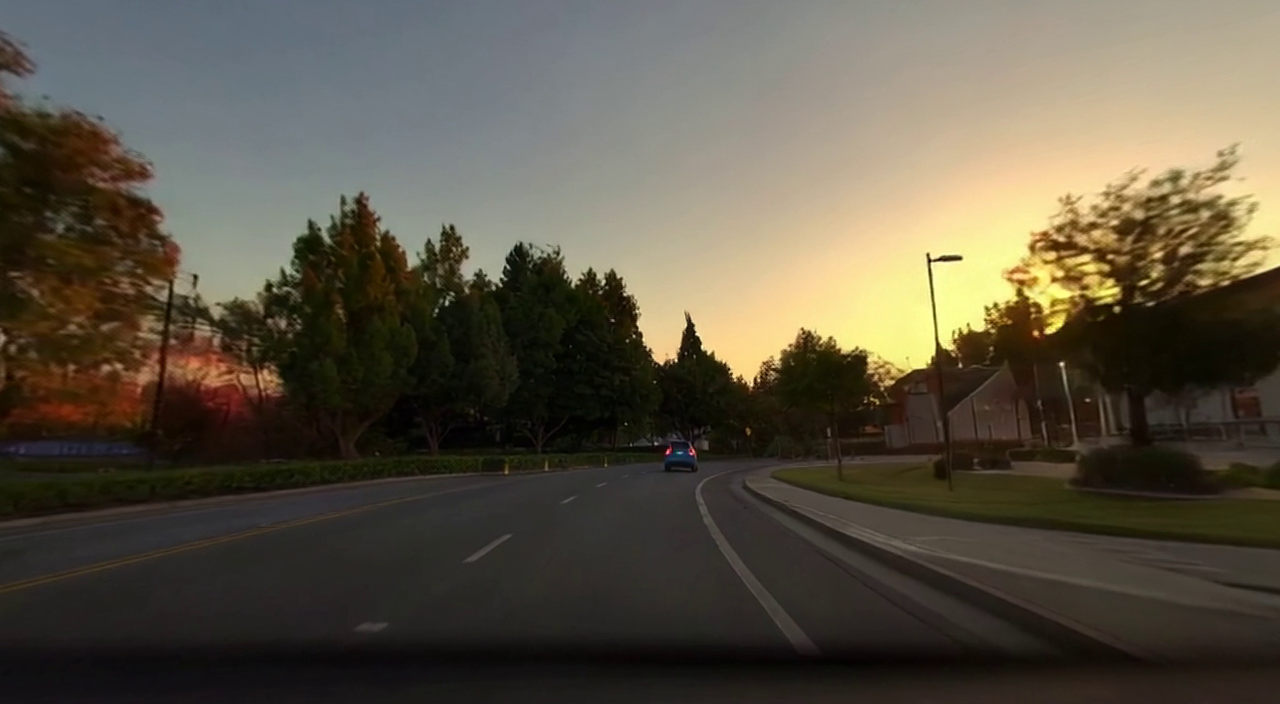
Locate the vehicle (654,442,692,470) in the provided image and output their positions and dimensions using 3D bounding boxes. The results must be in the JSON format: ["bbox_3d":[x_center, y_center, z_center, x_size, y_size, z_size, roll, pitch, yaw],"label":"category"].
[{"bbox_3d":[2.339,7.124,43.503,2.370,1.781,4.440,-1,-8,6],"label":"vehicle"}]
